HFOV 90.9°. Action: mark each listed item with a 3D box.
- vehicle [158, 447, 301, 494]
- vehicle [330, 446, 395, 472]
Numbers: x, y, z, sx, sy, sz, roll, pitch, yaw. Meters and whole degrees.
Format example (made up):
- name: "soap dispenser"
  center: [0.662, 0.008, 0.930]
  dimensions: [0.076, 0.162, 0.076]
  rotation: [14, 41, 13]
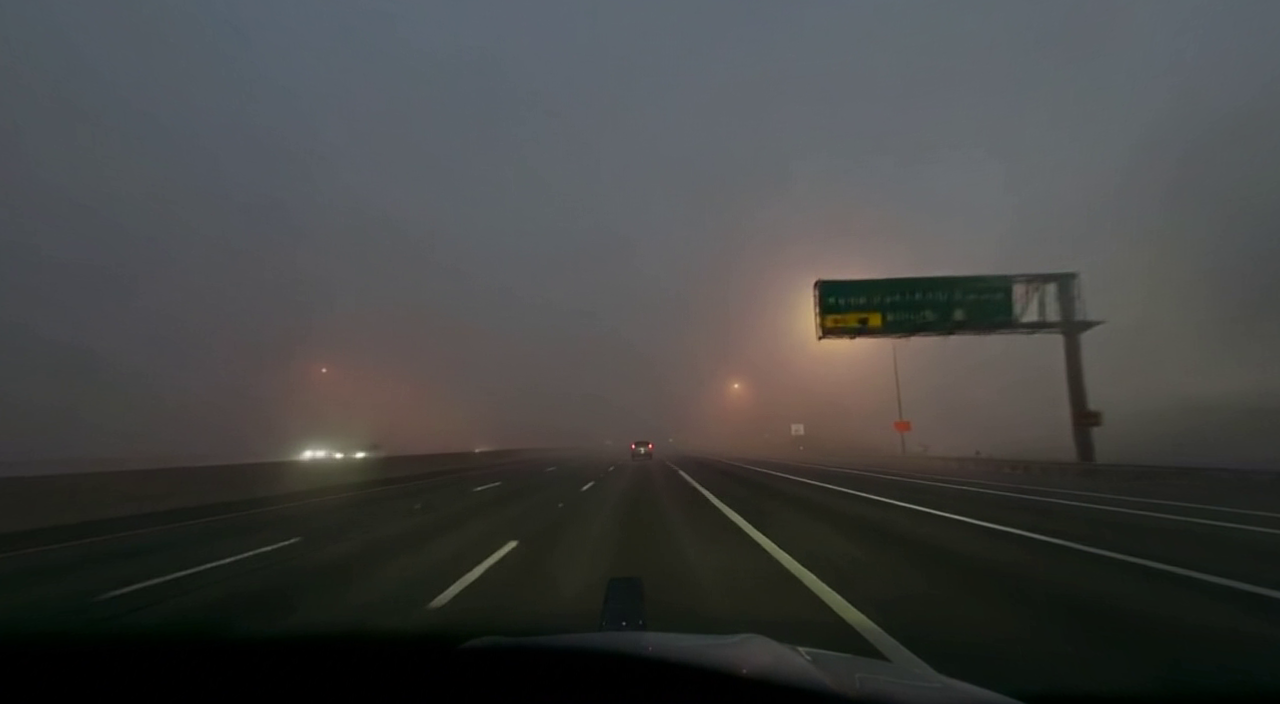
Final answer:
- name: "vehicle"
  center: [-14.395, 4.144, 22.542]
  dimensions: [1.878, 1.476, 4.734]
  rotation: [-1, -8, 1]
- name: "vehicle"
  center: [-17.403, 6.720, 39.853]
  dimensions: [2.048, 1.476, 4.721]
  rotation: [0, -9, -1]
